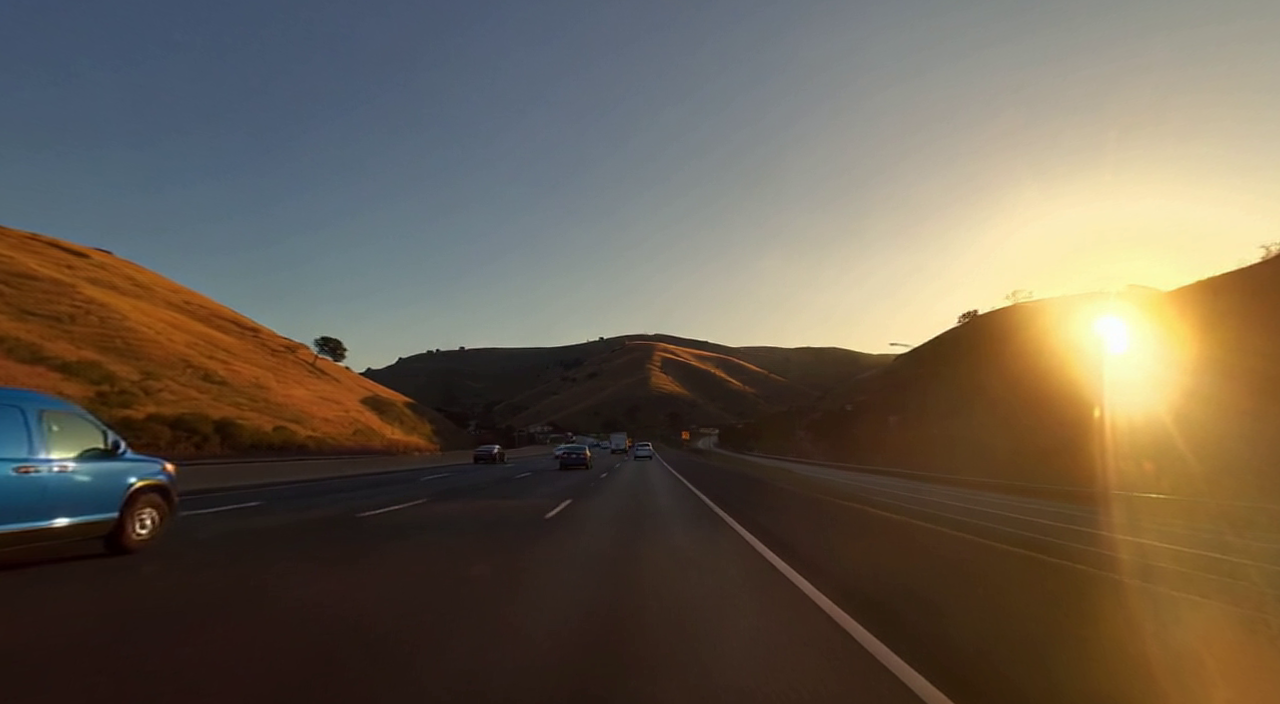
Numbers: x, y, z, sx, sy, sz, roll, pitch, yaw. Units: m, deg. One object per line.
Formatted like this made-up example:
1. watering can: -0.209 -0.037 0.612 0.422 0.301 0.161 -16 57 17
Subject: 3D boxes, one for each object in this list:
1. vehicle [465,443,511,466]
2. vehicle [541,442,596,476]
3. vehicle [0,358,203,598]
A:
1. vehicle: -10.538 7.148 44.141 1.945 1.466 4.947 0 -8 1
2. vehicle: -3.359 5.146 30.702 2.080 1.505 4.649 0 -8 1
3. vehicle: -6.984 1.093 5.343 2.437 2.135 5.643 0 -8 1
